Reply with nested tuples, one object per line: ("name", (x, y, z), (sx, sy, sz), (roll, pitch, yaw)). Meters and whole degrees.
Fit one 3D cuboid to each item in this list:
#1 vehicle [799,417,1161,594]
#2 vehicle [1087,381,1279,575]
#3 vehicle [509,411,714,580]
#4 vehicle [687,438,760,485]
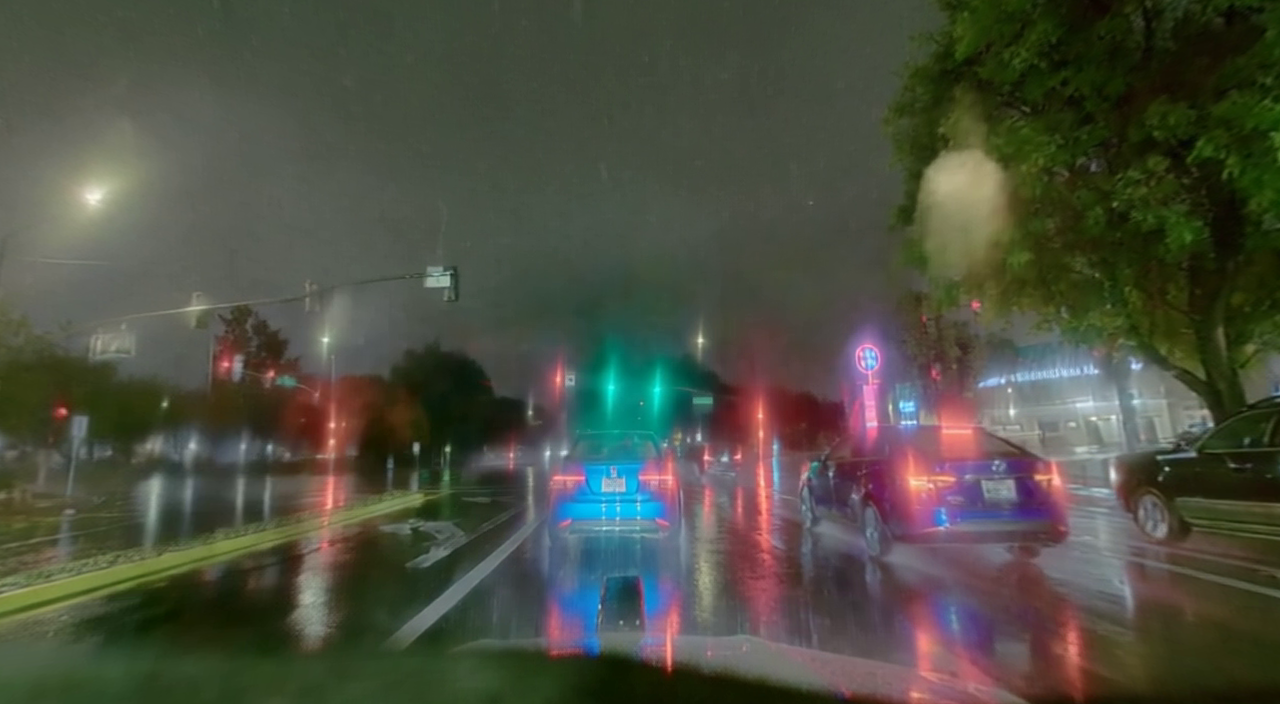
("vehicle", (3.618, 1.707, 7.973), (1.955, 1.550, 4.587), (0, -8, -1))
("vehicle", (7.546, 1.223, 6.063), (2.240, 1.923, 5.678), (0, -8, -1))
("vehicle", (-0.294, 1.711, 8.239), (2.037, 1.674, 3.693), (0, -8, 0))
("vehicle", (3.116, 4.174, 24.432), (2.031, 1.626, 4.264), (0, -8, -3))
